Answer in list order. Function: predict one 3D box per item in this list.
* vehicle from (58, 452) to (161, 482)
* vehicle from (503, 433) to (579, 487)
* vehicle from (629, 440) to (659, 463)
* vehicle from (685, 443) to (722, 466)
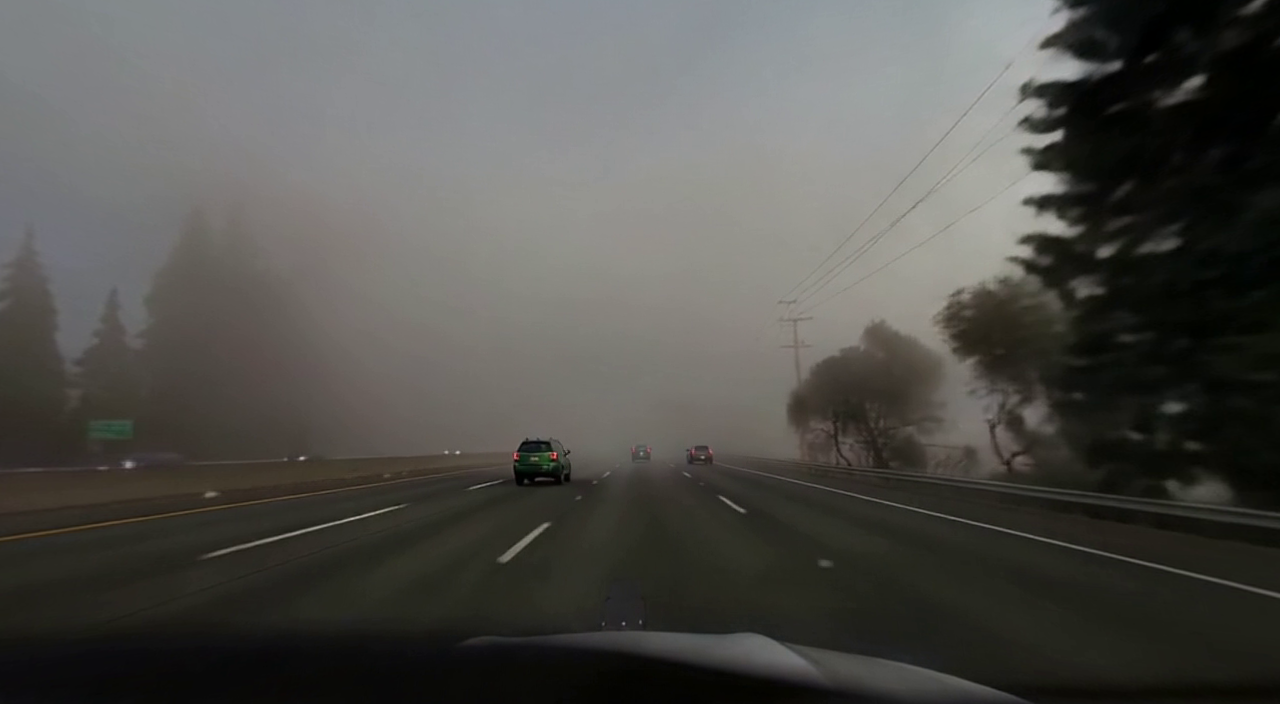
[{"bbox_3d":[-28.939,6.256,34.615,1.797,1.464,4.428,0,-8,0],"label":"vehicle"},{"bbox_3d":[-3.347,3.737,22.171,1.961,1.704,4.052,0,-8,1],"label":"vehicle"},{"bbox_3d":[0.300,7.623,48.300,2.156,1.647,3.987,0,-8,1],"label":"vehicle"},{"bbox_3d":[4.274,6.953,43.005,1.964,1.479,4.252,0,-8,-1],"label":"vehicle"}]
